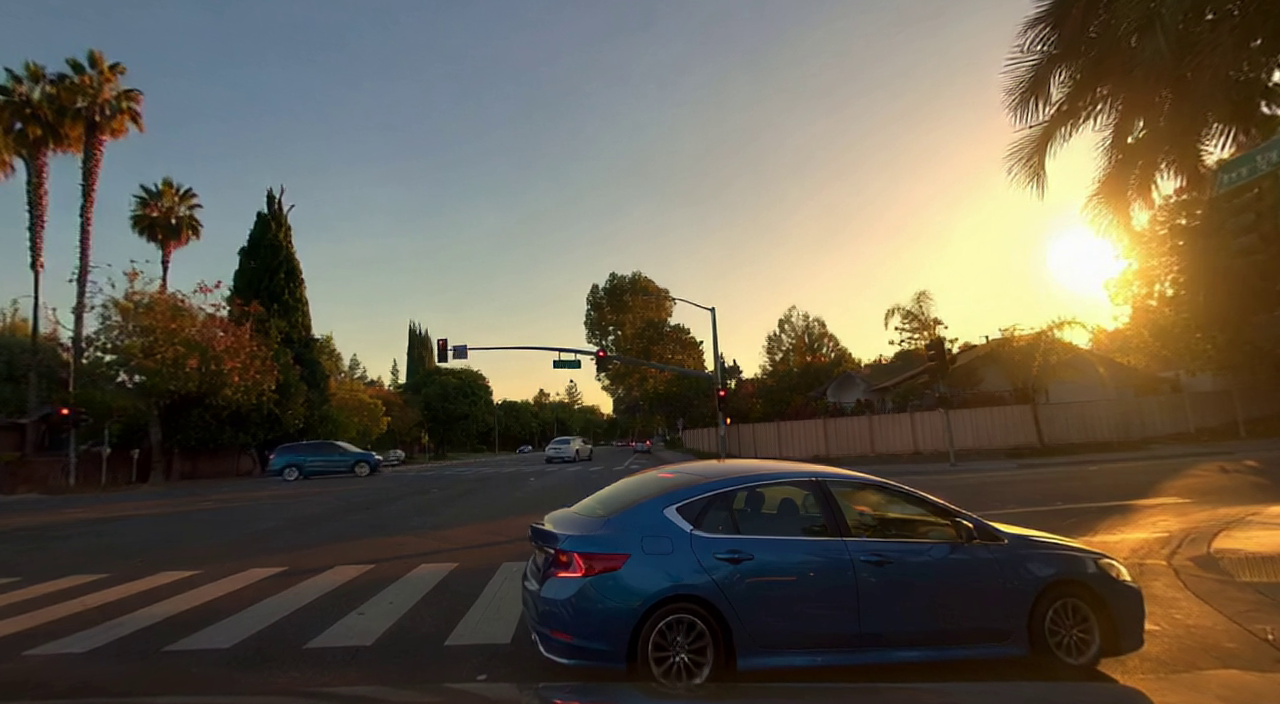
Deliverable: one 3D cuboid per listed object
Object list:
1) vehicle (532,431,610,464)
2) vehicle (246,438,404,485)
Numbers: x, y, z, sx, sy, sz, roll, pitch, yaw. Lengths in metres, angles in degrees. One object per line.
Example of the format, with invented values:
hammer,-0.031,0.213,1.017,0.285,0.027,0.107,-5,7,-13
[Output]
vehicle,-3.919,5.604,37.012,2.393,1.775,5.204,-4,-9,21
vehicle,-11.567,4.004,23.430,4.777,1.541,2.083,8,-12,-43
